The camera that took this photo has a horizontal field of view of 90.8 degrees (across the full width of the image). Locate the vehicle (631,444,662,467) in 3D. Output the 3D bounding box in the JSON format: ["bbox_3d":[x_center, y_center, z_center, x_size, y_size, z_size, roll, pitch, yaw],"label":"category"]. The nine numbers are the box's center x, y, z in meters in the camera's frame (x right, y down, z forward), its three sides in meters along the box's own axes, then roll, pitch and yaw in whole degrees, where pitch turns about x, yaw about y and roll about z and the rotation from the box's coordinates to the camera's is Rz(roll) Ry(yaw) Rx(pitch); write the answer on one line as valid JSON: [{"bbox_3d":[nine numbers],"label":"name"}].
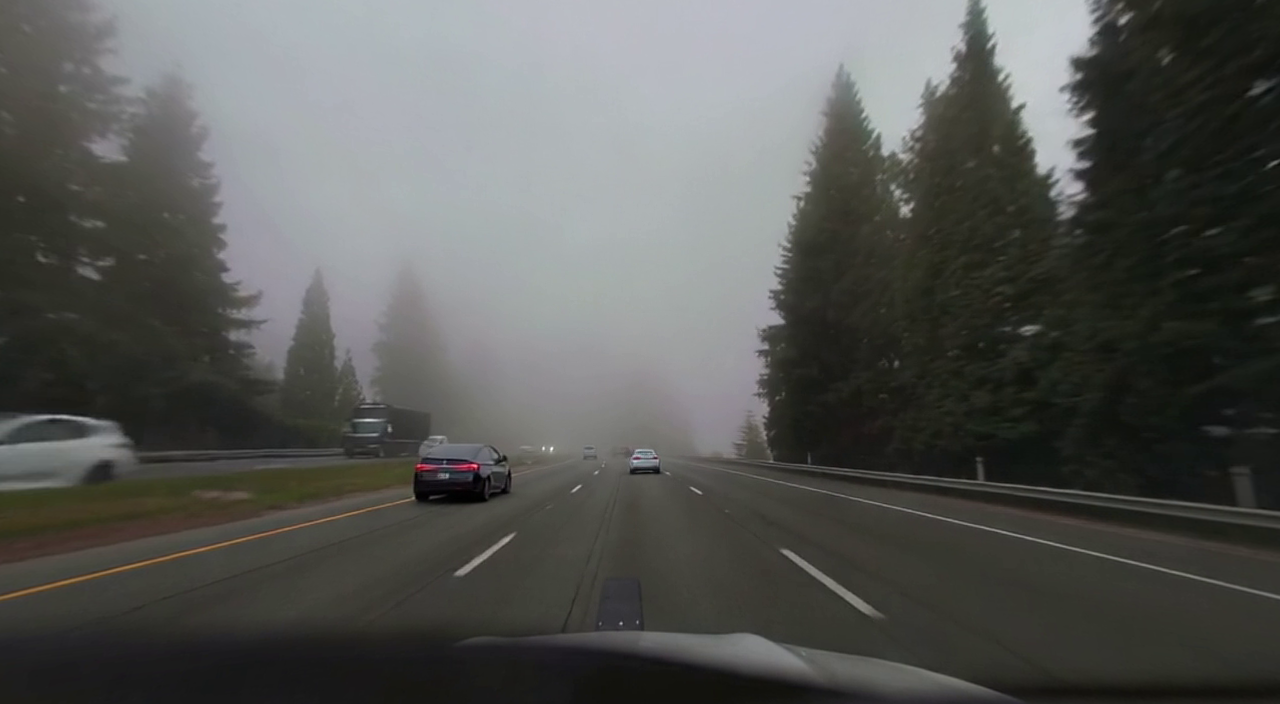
[{"bbox_3d":[0.403,7.318,44.683,2.008,1.499,3.192,0,-9,-2],"label":"vehicle"}]

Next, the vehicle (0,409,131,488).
[{"bbox_3d":[-12.762,1.895,12.328,1.894,1.443,4.425,0,-9,0],"label":"vehicle"}]

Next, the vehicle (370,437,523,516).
[{"bbox_3d":[-4.146,2.745,14.432,2.054,1.500,4.469,0,-8,0],"label":"vehicle"}]

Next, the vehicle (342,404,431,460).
[{"bbox_3d":[-17.215,5.581,43.488,2.847,3.475,7.687,0,-9,0],"label":"vehicle"}]
